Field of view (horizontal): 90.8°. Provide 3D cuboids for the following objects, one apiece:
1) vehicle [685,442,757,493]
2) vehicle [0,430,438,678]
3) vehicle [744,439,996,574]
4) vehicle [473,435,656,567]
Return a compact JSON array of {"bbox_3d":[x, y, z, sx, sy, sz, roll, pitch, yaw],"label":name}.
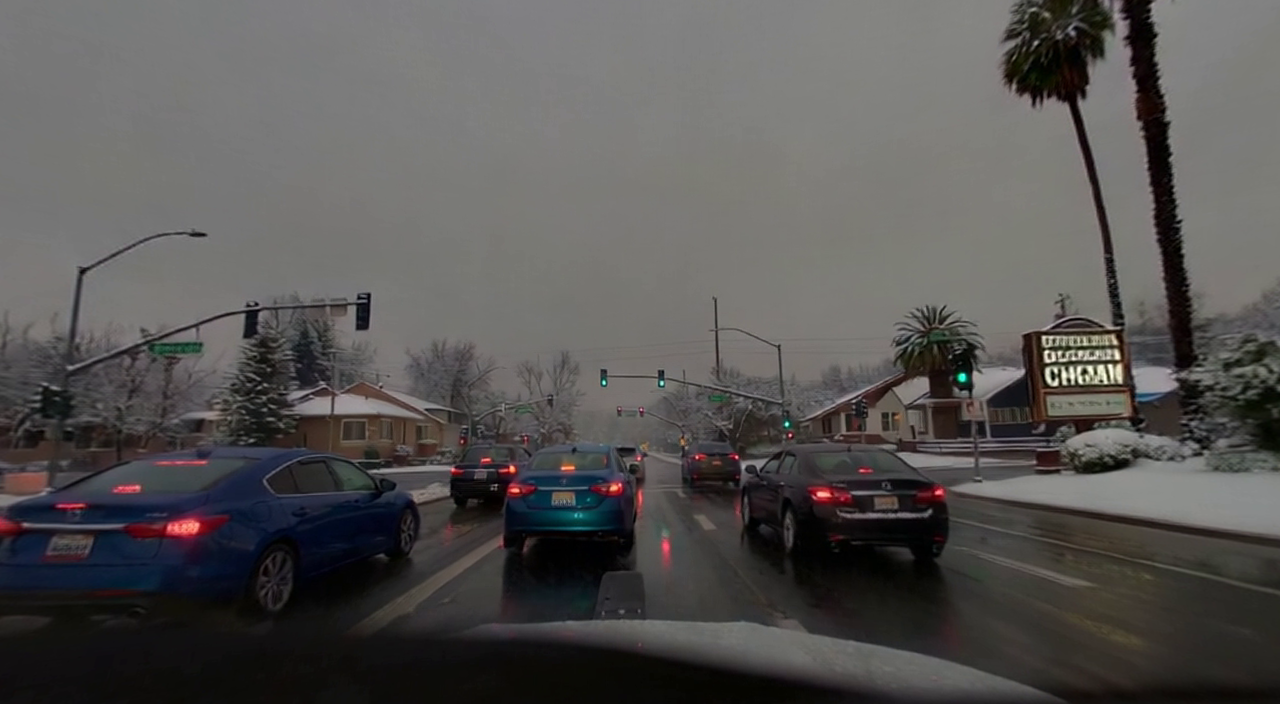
[{"bbox_3d":[2.758,4.033,22.407,1.956,1.615,4.205,0,-8,-1],"label":"vehicle"},{"bbox_3d":[-3.699,1.556,6.107,2.058,1.474,4.473,0,-8,-1],"label":"vehicle"},{"bbox_3d":[2.898,2.029,9.190,2.014,1.464,4.312,0,-8,0],"label":"vehicle"},{"bbox_3d":[-0.911,2.003,9.253,2.104,1.500,3.815,0,-8,-1],"label":"vehicle"}]
